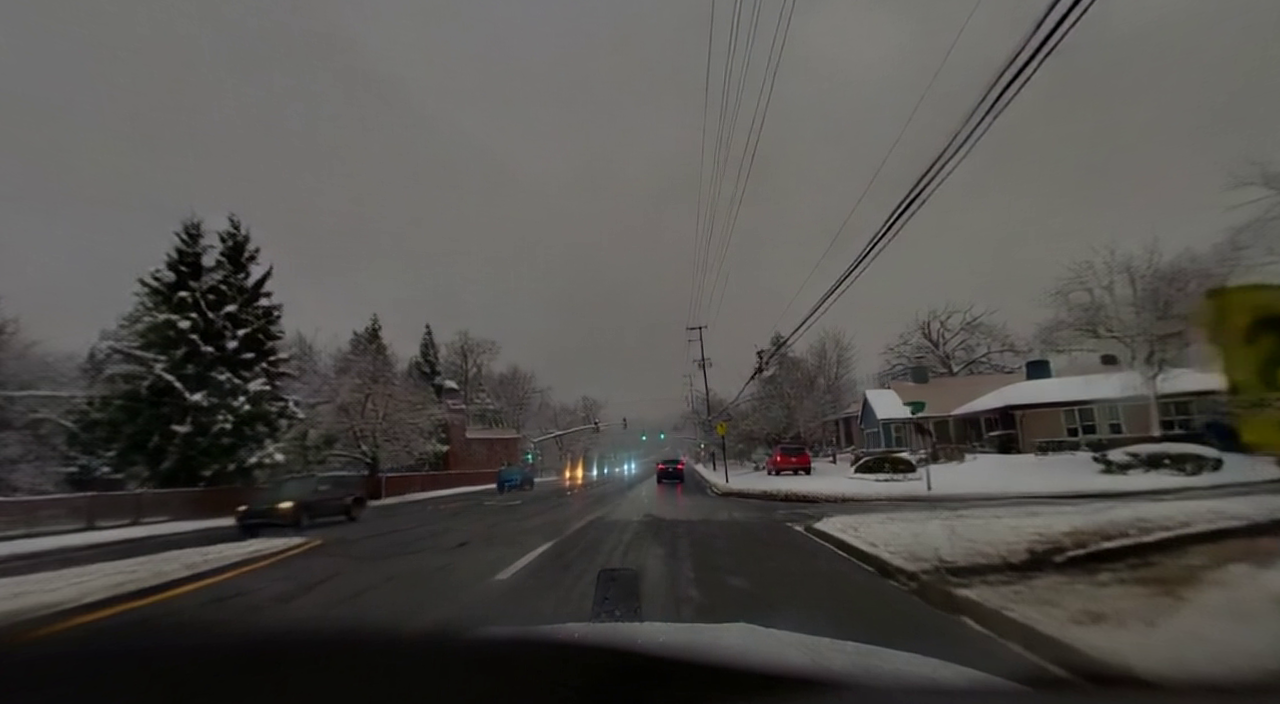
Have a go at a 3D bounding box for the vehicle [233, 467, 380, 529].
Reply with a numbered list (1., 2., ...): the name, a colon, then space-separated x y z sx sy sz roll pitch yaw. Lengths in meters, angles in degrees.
1. vehicle: -10.760 4.715 20.810 2.014 1.734 4.482 0 -10 6

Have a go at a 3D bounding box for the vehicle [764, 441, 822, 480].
1. vehicle: 9.959 7.184 41.550 2.531 2.263 6.802 0 -10 4

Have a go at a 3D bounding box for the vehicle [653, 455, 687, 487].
1. vehicle: 1.972 7.621 40.421 2.059 1.908 4.714 0 -10 4
